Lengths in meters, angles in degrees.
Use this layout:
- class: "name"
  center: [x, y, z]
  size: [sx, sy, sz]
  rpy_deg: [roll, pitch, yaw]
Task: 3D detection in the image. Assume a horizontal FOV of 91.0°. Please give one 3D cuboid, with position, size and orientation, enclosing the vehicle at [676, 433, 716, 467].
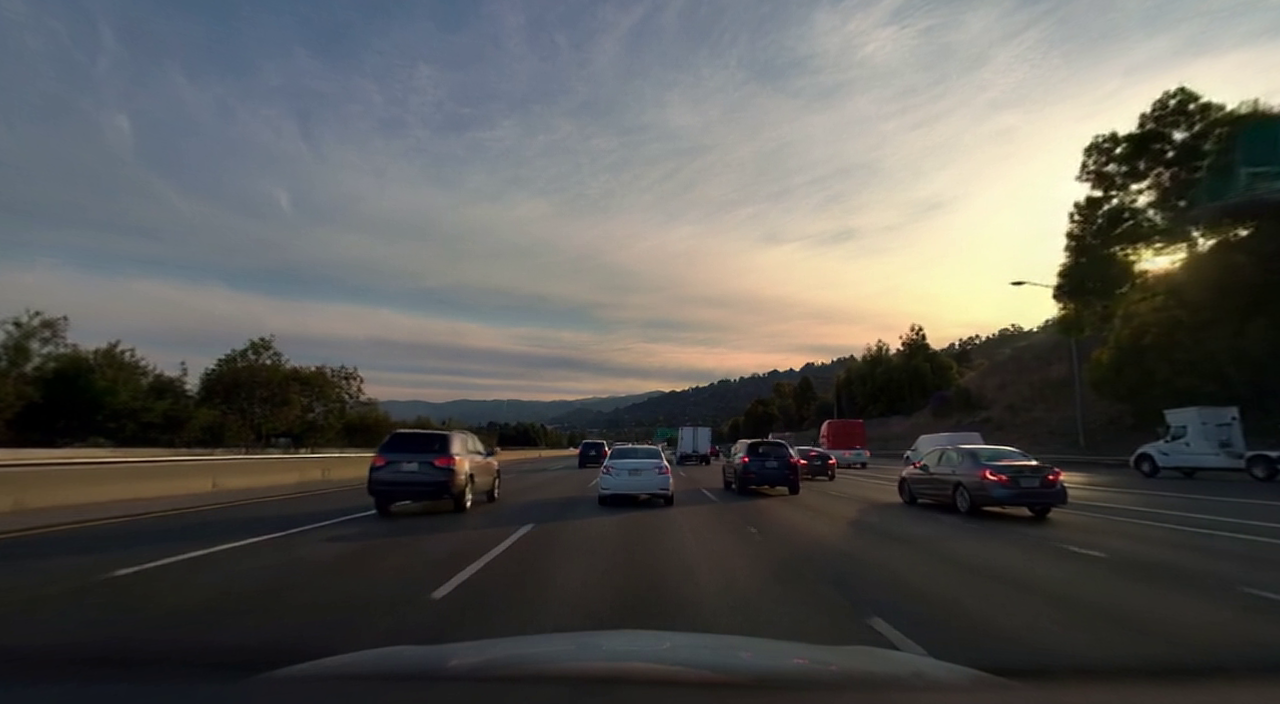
- class: "vehicle"
  center: [3.999, 7.154, 46.059]
  size: [2.440, 2.313, 5.266]
  rpy_deg: [0, -9, 0]

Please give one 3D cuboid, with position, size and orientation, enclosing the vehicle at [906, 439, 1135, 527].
- class: "vehicle"
  center: [7.605, 2.632, 13.281]
  size: [2.021, 1.505, 4.480]
  rpy_deg: [0, -9, 0]

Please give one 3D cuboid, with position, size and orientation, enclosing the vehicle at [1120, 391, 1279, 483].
- class: "vehicle"
  center: [29.244, 4.303, 31.254]
  size: [2.957, 4.007, 8.656]
  rpy_deg: [0, -9, -8]

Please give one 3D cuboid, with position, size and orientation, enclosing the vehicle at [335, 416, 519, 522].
- class: "vehicle"
  center: [-3.993, 2.300, 12.796]
  size: [2.079, 1.741, 4.436]
  rpy_deg: [0, -9, 1]

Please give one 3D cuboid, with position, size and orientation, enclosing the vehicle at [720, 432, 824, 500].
- class: "vehicle"
  center: [3.575, 3.172, 17.896]
  size: [2.053, 1.666, 4.106]
  rpy_deg: [0, -9, 0]

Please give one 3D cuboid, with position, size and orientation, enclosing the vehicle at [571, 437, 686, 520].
- class: "vehicle"
  center: [-0.181, 2.655, 13.741]
  size: [2.132, 1.499, 4.038]
  rpy_deg: [0, -9, 1]

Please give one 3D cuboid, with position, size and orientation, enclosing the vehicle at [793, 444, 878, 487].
- class: "vehicle"
  center: [7.383, 4.311, 24.260]
  size: [1.942, 1.482, 4.250]
  rpy_deg: [0, -9, 0]
